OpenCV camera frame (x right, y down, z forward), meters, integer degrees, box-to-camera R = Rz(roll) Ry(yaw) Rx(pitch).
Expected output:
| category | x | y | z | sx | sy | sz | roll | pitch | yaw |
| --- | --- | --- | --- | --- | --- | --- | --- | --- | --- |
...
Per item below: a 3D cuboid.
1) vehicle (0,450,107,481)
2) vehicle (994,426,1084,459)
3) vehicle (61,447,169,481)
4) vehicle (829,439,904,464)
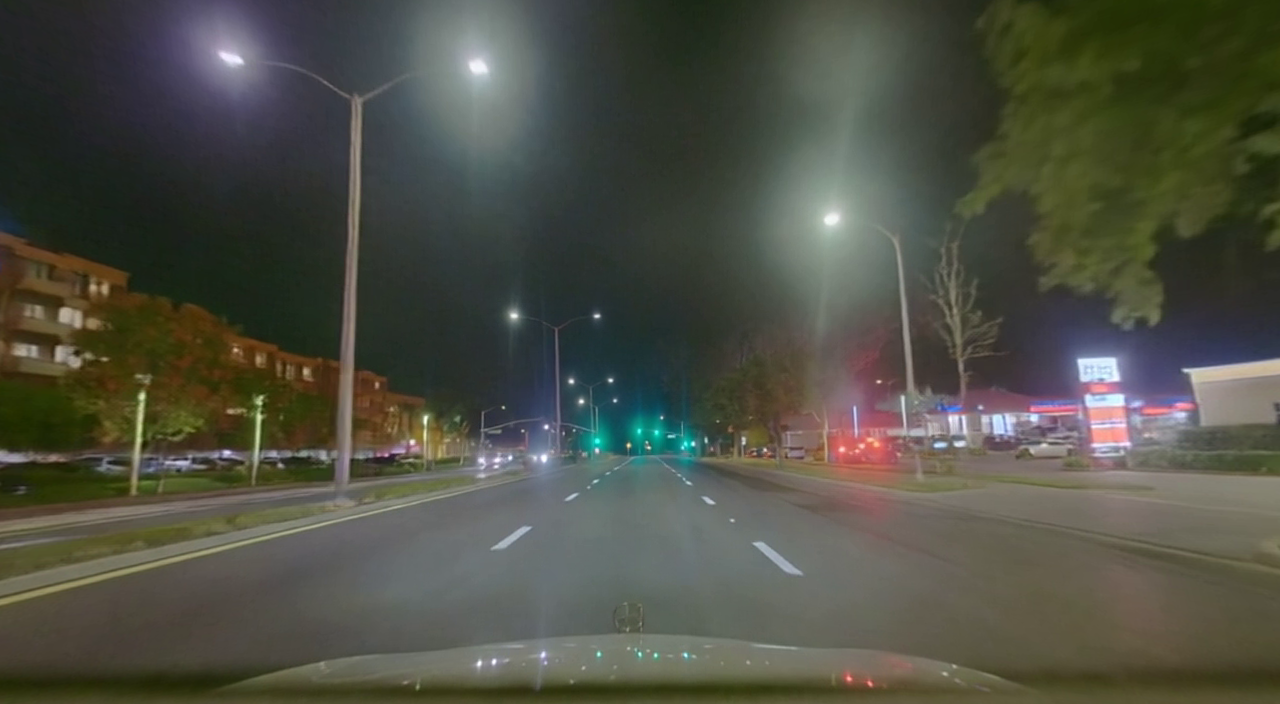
| category | x | y | z | sx | sy | sz | roll | pitch | yaw |
| --- | --- | --- | --- | --- | --- | --- | --- | --- | --- |
| vehicle | -40.603 | 7.808 | 43.506 | 2.266 | 1.915 | 5.560 | -1 | -8 | 3 |
| vehicle | 26.949 | 6.174 | 42.472 | 4.569 | 1.929 | 2.084 | -2 | -10 | -3 |
| vehicle | -35.909 | 7.658 | 43.210 | 2.471 | 2.129 | 5.492 | -1 | -9 | 3 |
| vehicle | 17.043 | 7.496 | 47.326 | 4.720 | 1.769 | 2.229 | 0 | -9 | -3 |
